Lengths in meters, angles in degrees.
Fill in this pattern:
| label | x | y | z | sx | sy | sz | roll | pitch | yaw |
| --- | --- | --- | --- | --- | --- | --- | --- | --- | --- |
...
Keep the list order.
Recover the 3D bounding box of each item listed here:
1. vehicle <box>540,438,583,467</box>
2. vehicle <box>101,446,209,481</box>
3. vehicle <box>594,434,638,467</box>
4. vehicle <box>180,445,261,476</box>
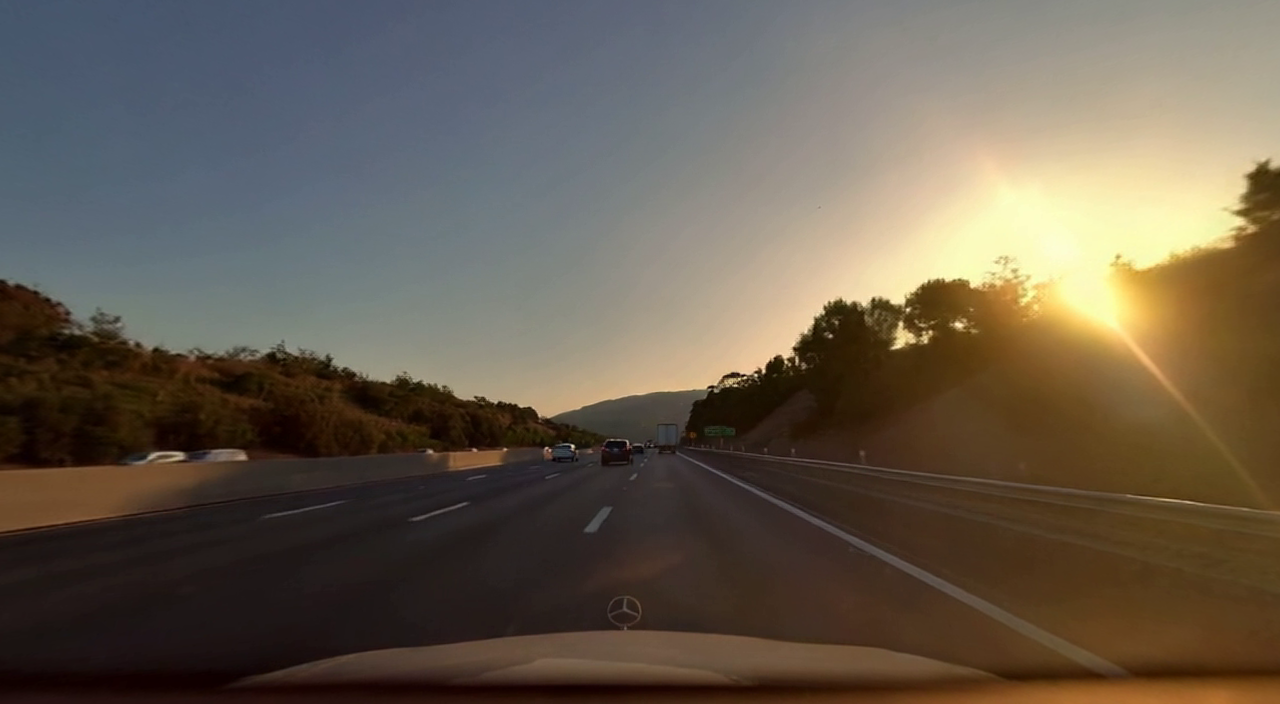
| label | x | y | z | sx | sy | sz | roll | pitch | yaw |
| --- | --- | --- | --- | --- | --- | --- | --- | --- | --- |
| vehicle | -4.925 | 6.376 | 40.135 | 2.062 | 1.691 | 4.278 | 0 | -8 | 2 |
| vehicle | -30.237 | 6.925 | 39.639 | 2.377 | 2.013 | 5.364 | 0 | -8 | 2 |
| vehicle | -1.330 | 5.894 | 37.949 | 2.283 | 1.802 | 4.810 | 0 | -8 | 2 |
| vehicle | -29.998 | 7.738 | 45.338 | 2.582 | 2.126 | 4.439 | 0 | -8 | 2 |
